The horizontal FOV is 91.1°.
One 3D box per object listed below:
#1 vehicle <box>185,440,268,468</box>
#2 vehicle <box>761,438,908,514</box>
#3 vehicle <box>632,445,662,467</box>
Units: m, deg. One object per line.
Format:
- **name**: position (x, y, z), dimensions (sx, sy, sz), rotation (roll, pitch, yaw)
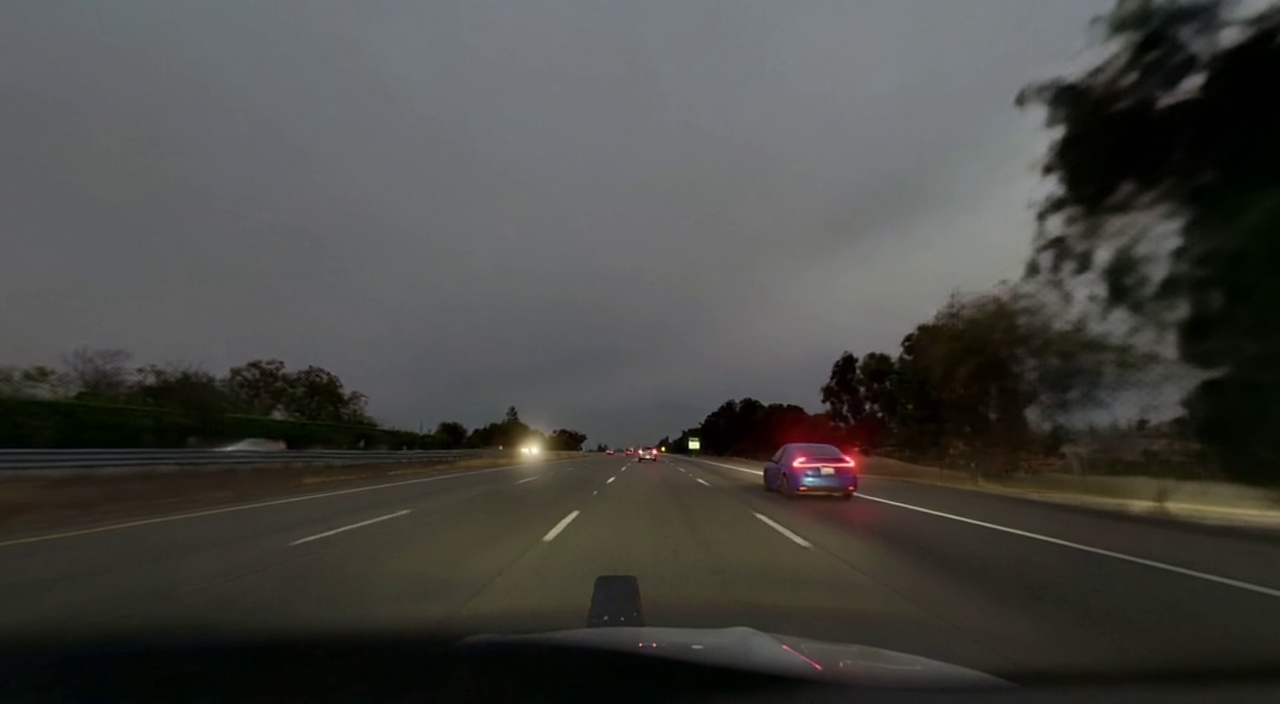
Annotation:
- **vehicle**: position (-24.848, 6.119, 37.936), dimensions (1.859, 1.533, 4.586), rotation (-1, -9, 1)
- **vehicle**: position (4.391, 2.859, 15.056), dimensions (2.008, 1.524, 4.598), rotation (0, -9, -1)
- **vehicle**: position (0.475, 7.506, 45.498), dimensions (2.052, 1.449, 3.857), rotation (0, -9, 0)
